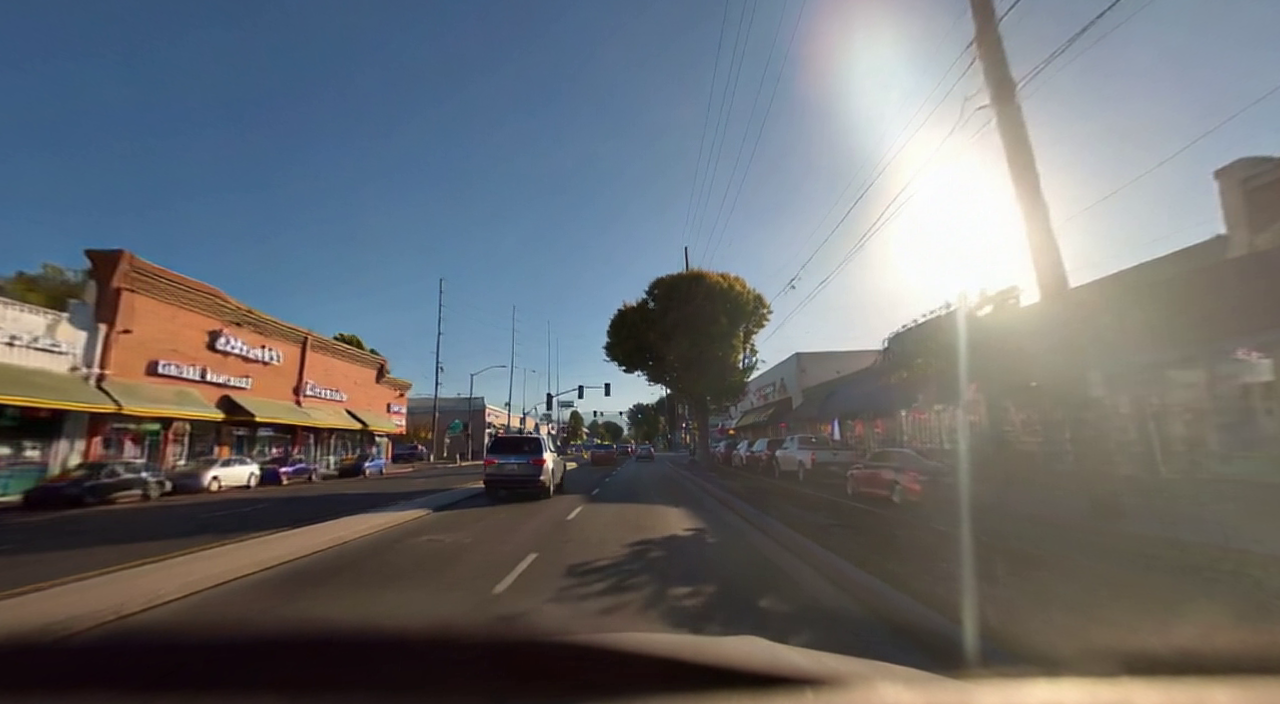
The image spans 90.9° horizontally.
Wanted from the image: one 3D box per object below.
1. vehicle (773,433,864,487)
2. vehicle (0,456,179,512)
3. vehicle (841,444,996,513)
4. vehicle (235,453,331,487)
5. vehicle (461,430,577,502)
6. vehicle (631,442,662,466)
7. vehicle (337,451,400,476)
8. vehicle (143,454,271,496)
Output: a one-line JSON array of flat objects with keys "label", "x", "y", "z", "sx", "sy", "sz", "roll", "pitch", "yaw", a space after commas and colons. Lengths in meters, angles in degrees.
[{"label": "vehicle", "x": 6.765, "y": 4.160, "z": 24.627, "sx": 2.005, "sy": 1.858, "sz": 5.253, "roll": 0, "pitch": -9, "yaw": 0}, {"label": "vehicle", "x": -17.328, "y": 4.083, "z": 19.997, "sx": 1.788, "sy": 1.475, "sz": 4.737, "roll": 0, "pitch": -9, "yaw": 0}, {"label": "vehicle", "x": 6.727, "y": 3.064, "z": 15.825, "sx": 1.871, "sy": 1.478, "sz": 4.272, "roll": 0, "pitch": -9, "yaw": -1}, {"label": "vehicle", "x": -17.176, "y": 5.660, "z": 30.641, "sx": 2.046, "sy": 1.458, "sz": 4.539, "roll": 0, "pitch": -9, "yaw": 0}, {"label": "vehicle", "x": -3.033, "y": 2.987, "z": 16.910, "sx": 2.049, "sy": 1.646, "sz": 4.445, "roll": -1, "pitch": -9, "yaw": 3}, {"label": "vehicle", "x": 0.413, "y": 6.863, "z": 42.495, "sx": 2.037, "sy": 1.484, "sz": 4.073, "roll": 0, "pitch": -9, "yaw": 0}, {"label": "vehicle", "x": -17.114, "y": 7.051, "z": 40.002, "sx": 1.894, "sy": 1.458, "sz": 4.565, "roll": 0, "pitch": -9, "yaw": 1}, {"label": "vehicle", "x": -17.247, "y": 4.890, "z": 25.432, "sx": 1.800, "sy": 1.470, "sz": 4.548, "roll": -1, "pitch": -9, "yaw": 2}]
